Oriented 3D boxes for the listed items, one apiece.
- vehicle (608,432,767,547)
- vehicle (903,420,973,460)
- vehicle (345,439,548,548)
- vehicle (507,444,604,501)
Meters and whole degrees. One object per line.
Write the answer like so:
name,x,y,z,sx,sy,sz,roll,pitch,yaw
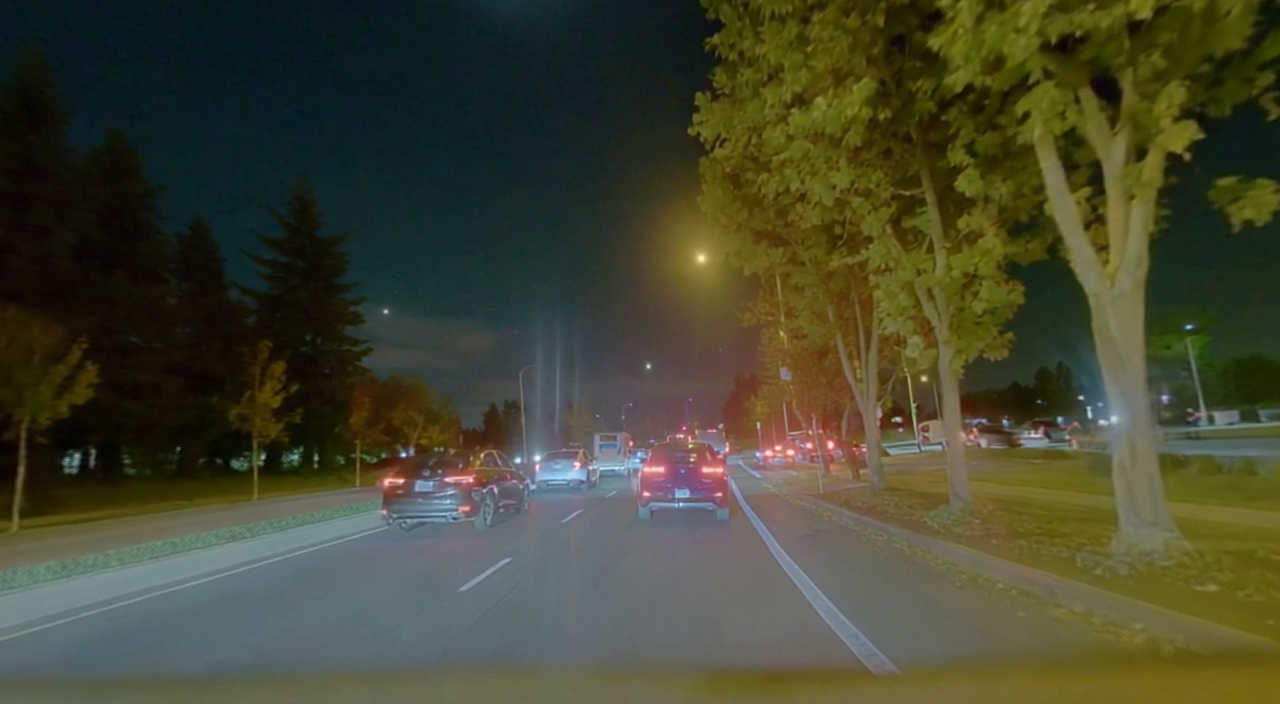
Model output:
vehicle,0.695,2.183,10.665,2.142,1.528,4.133,0,-9,2
vehicle,15.316,4.589,32.637,2.288,1.933,4.612,-2,-9,14
vehicle,-3.039,2.318,11.020,1.940,1.502,4.241,-1,-9,4
vehicle,-2.353,3.499,18.754,1.870,1.490,4.187,-1,-9,6
